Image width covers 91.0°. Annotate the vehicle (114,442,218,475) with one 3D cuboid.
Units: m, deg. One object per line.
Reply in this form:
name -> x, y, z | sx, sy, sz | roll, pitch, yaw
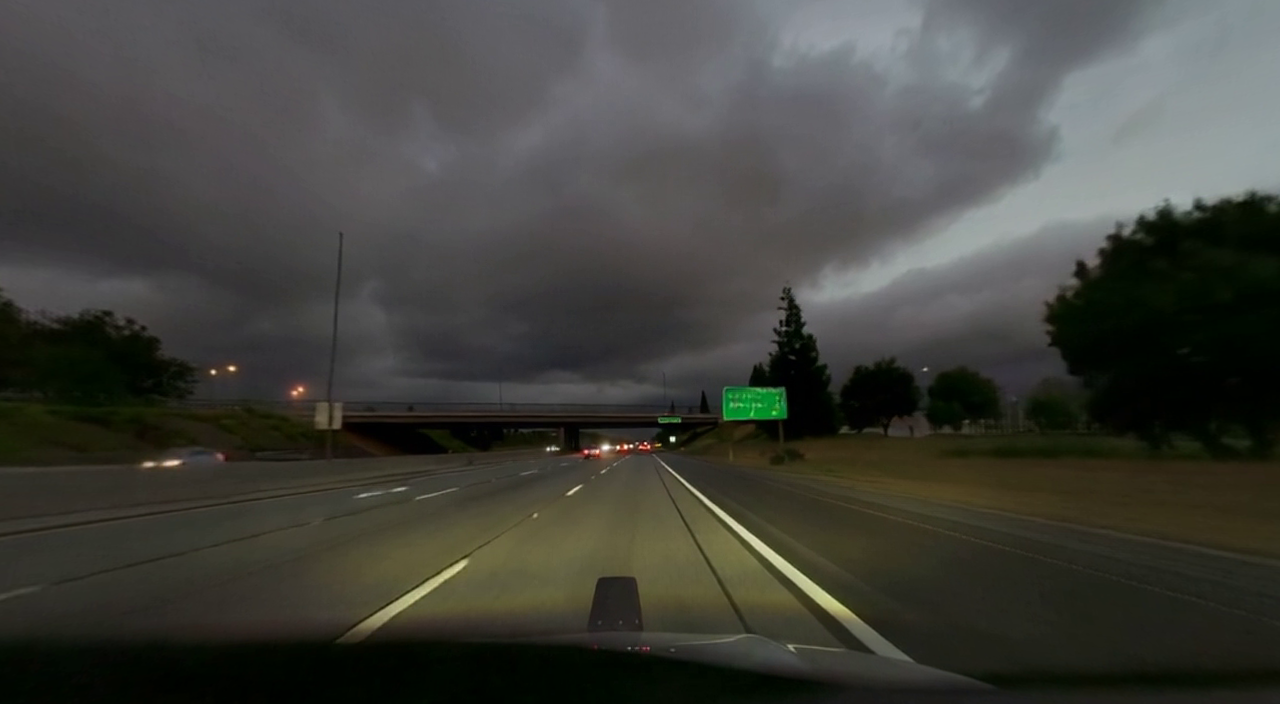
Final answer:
vehicle -> -31.912, 7.189, 42.704 | 2.228, 2.038, 6.039 | 0, -9, 1
